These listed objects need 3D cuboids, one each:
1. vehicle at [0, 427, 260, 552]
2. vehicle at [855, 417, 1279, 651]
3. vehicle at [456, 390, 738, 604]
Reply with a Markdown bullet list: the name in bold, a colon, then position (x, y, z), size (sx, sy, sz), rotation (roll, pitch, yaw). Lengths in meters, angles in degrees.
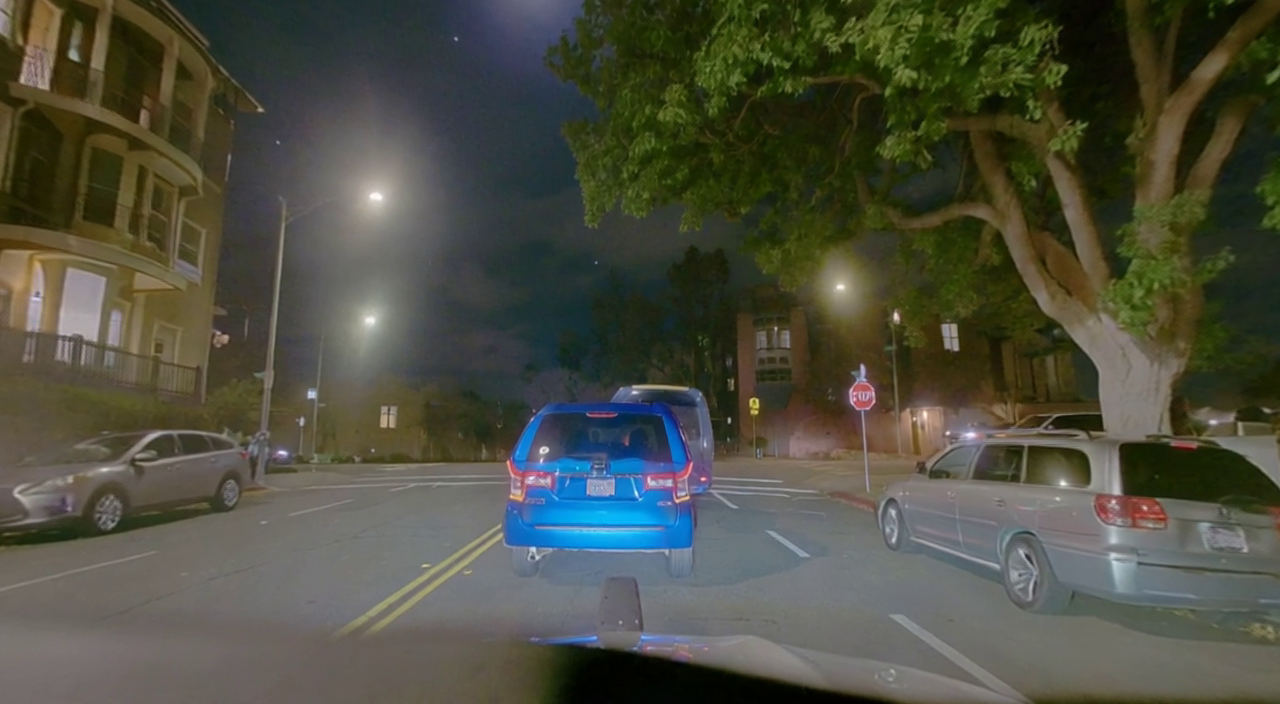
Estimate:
- **vehicle**: position (-8.292, 2.019, 10.053), size (1.825, 1.532, 4.083), rotation (-3, -7, 2)
- **vehicle**: position (4.218, 1.680, 6.906), size (1.959, 1.581, 4.731), rotation (4, -9, -2)
- **vehicle**: position (-0.370, 1.569, 7.720), size (2.377, 1.787, 4.652), rotation (0, -8, 0)
